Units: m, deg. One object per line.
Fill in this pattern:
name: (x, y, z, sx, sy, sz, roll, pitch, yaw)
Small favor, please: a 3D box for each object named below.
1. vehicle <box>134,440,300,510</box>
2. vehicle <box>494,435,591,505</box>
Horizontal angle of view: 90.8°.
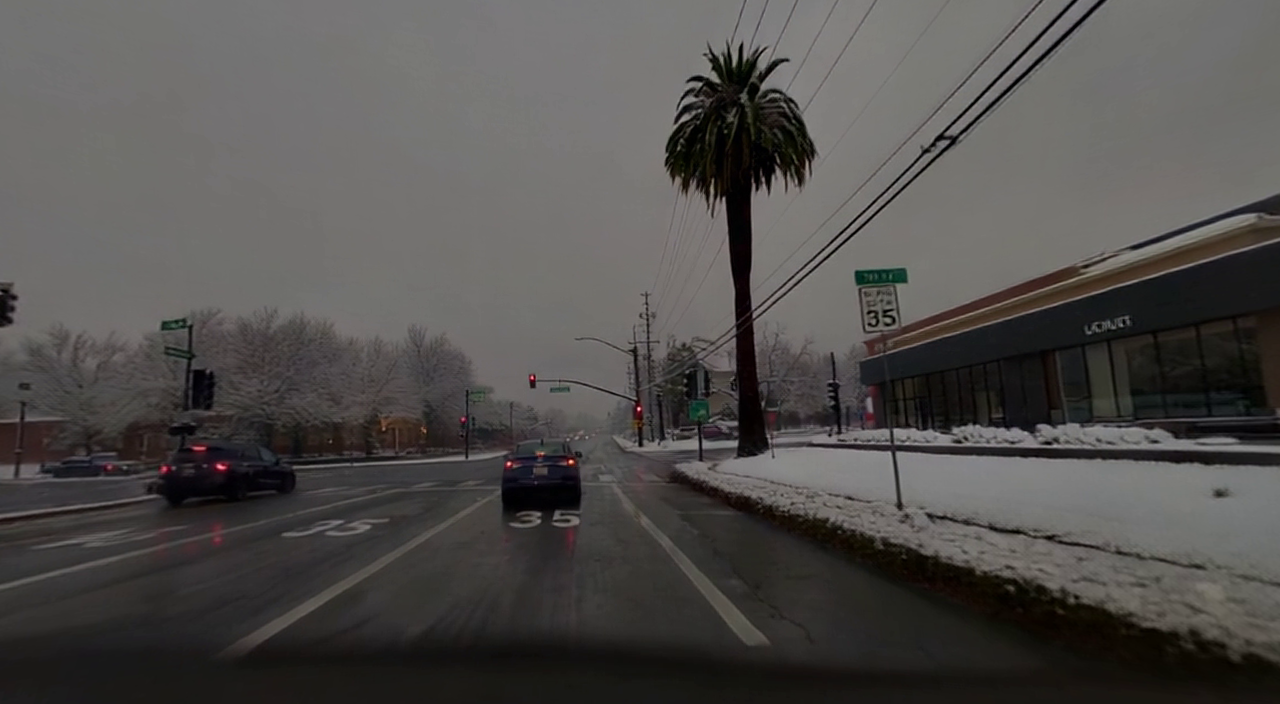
vehicle: (-12.492, 3.614, 19.156, 2.050, 1.811, 4.752, 0, -8, -5)
vehicle: (-2.326, 2.862, 15.814, 2.063, 1.474, 4.334, 0, -8, -6)
